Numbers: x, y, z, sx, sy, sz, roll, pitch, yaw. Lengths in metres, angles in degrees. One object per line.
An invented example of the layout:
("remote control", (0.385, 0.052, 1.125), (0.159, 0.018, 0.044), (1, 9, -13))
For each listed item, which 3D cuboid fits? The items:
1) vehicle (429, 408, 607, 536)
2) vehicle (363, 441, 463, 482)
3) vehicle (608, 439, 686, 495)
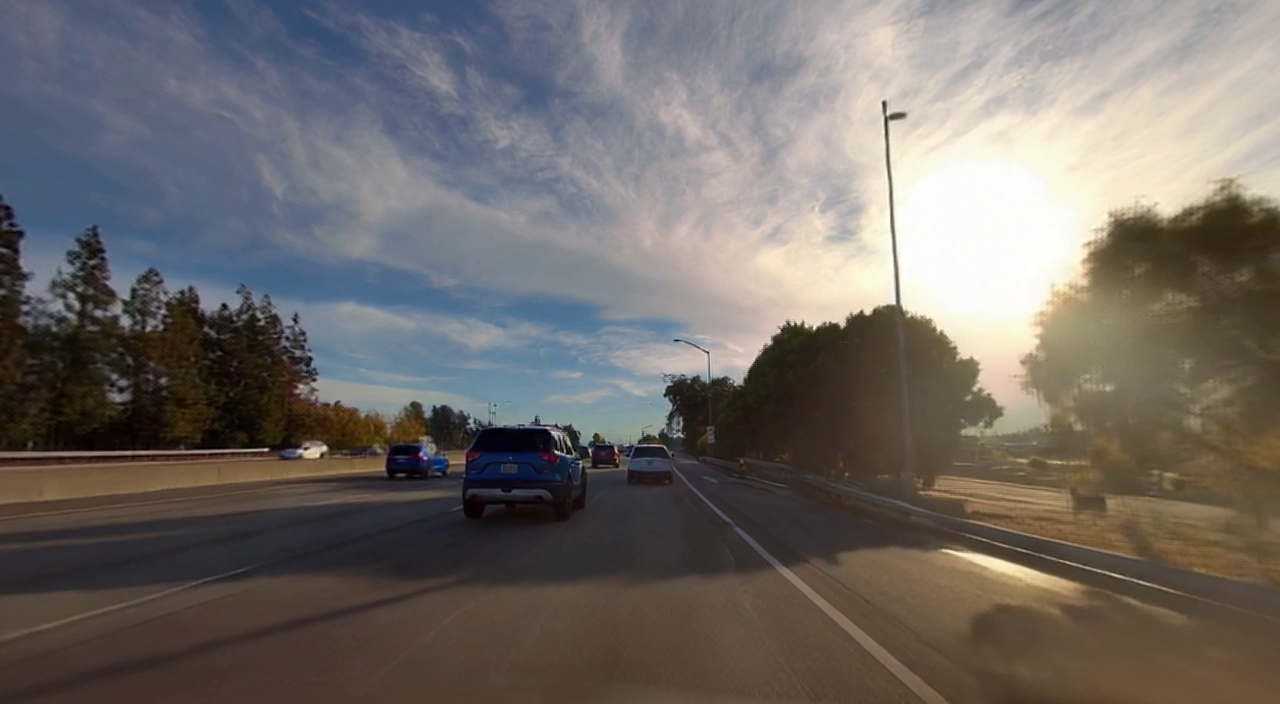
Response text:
("vehicle", (-1.837, 2.011, 11.026), (2.123, 1.798, 4.108), (0, -9, 3))
("vehicle", (-8.960, 4.356, 25.367), (2.126, 1.480, 4.589), (0, -9, 3))
("vehicle", (0.237, 3.406, 18.953), (2.068, 1.488, 4.045), (0, -9, 2))
